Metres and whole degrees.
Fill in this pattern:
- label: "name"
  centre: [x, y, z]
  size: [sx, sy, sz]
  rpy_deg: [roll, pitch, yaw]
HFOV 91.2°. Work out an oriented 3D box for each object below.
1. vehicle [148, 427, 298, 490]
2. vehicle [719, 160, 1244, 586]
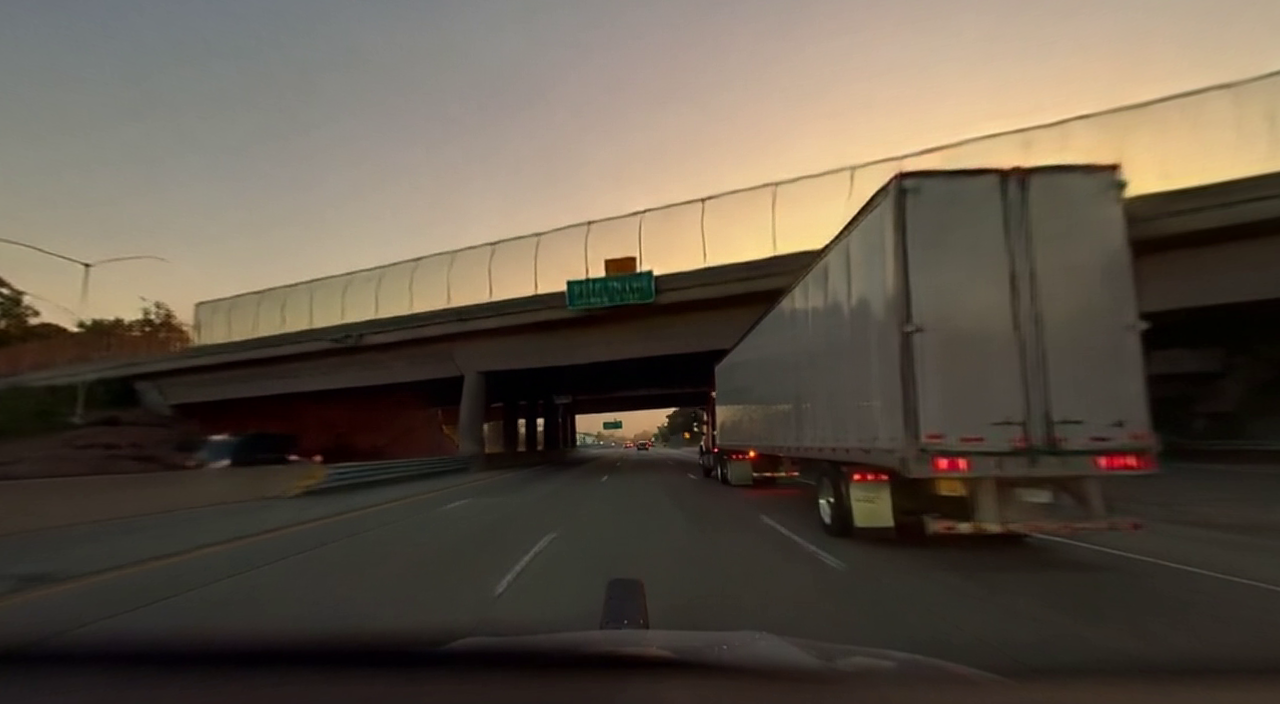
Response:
- label: "vehicle"
  centre: [-18.945, 4.878, 29.108]
  size: [2.353, 2.561, 6.586]
  rpy_deg: [0, -8, 0]
- label: "vehicle"
  centre: [4.035, 1.148, 13.090]
  size: [2.933, 4.100, 14.317]
  rpy_deg: [0, -8, 0]
